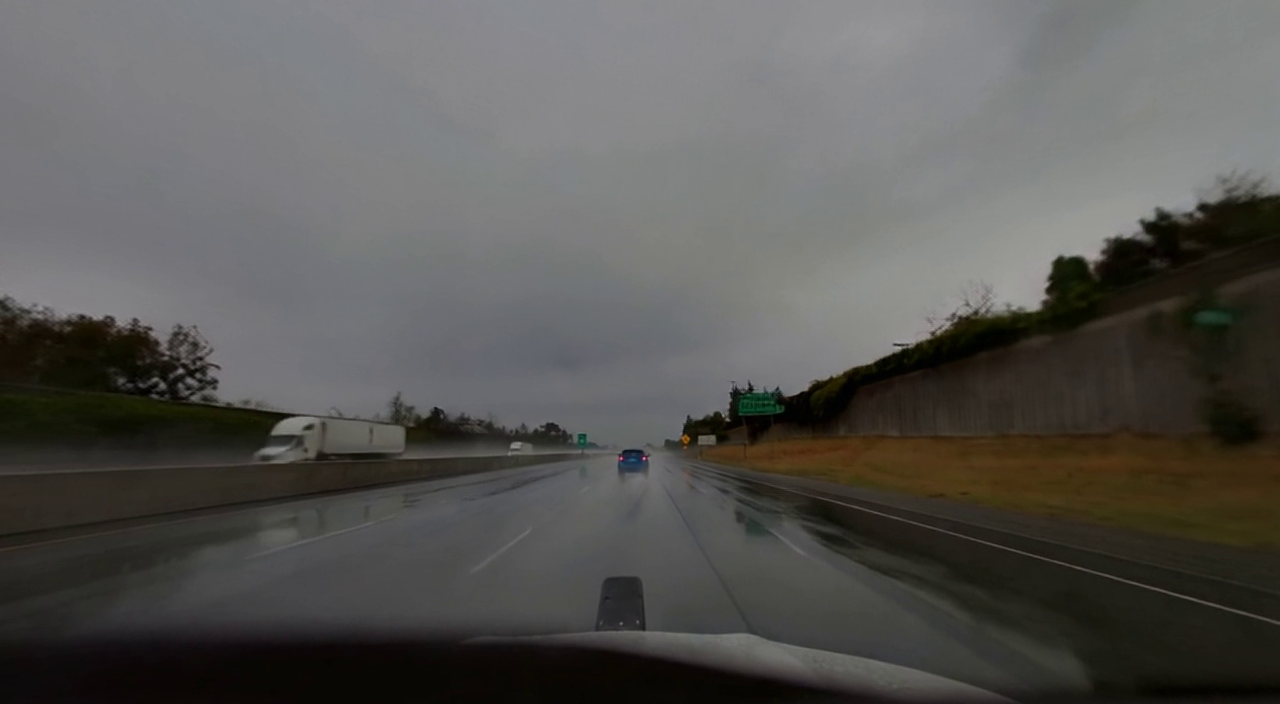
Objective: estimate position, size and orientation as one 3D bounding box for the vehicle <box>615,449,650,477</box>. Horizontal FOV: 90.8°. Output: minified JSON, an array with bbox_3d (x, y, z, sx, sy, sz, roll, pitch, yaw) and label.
[{"bbox_3d":[-0.375,6.385,36.581,1.908,1.515,3.871,0,-9,1],"label":"vehicle"}]

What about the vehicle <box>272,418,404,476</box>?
[{"bbox_3d":[-22.994,7.512,49.680,2.903,3.856,14.989,0,-9,1],"label":"vehicle"}]
